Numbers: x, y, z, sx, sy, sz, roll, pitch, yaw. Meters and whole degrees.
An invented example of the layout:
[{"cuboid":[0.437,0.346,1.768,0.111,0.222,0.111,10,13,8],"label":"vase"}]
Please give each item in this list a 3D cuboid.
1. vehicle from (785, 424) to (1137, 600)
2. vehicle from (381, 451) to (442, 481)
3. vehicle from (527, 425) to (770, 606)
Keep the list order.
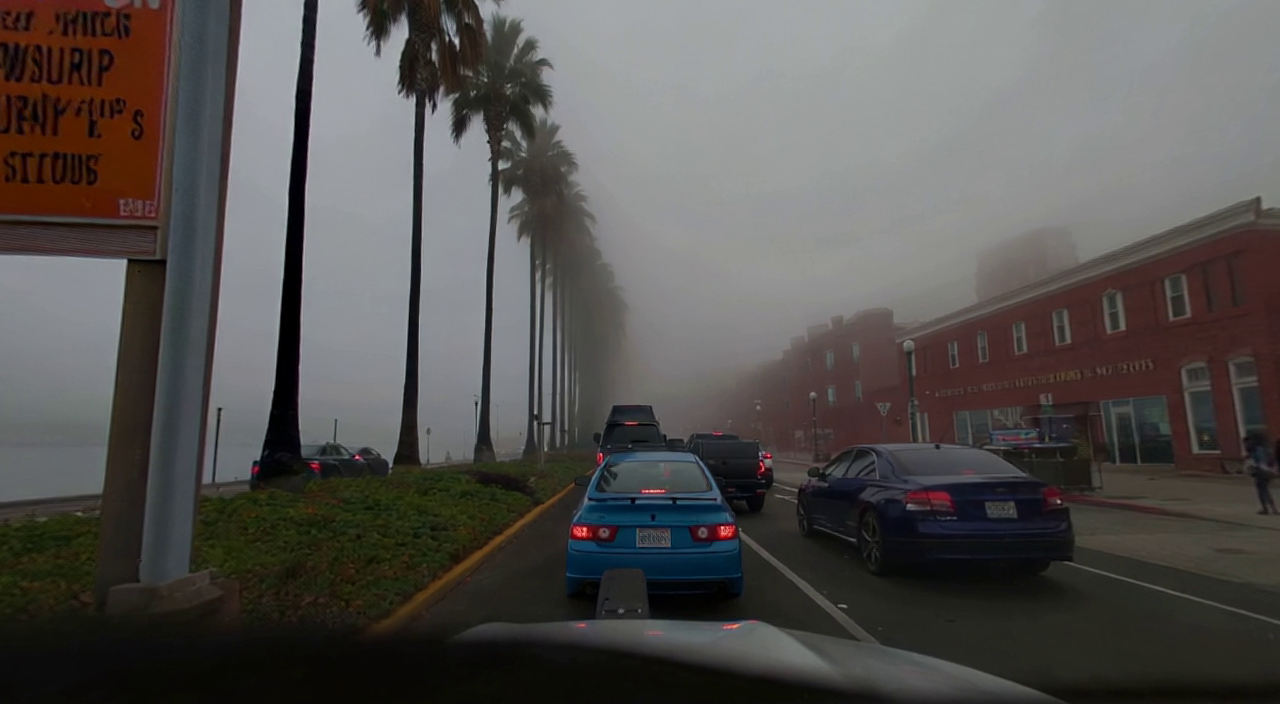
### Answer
[{"cuboid":[3.281,1.714,7.712,1.920,1.490,4.417,0,-9,-1],"label":"vehicle"},{"cuboid":[-14.947,7.478,41.695,2.104,1.802,4.852,0,-9,1],"label":"vehicle"},{"cuboid":[0.065,1.664,7.252,2.048,1.503,3.681,0,-9,0],"label":"vehicle"}]
